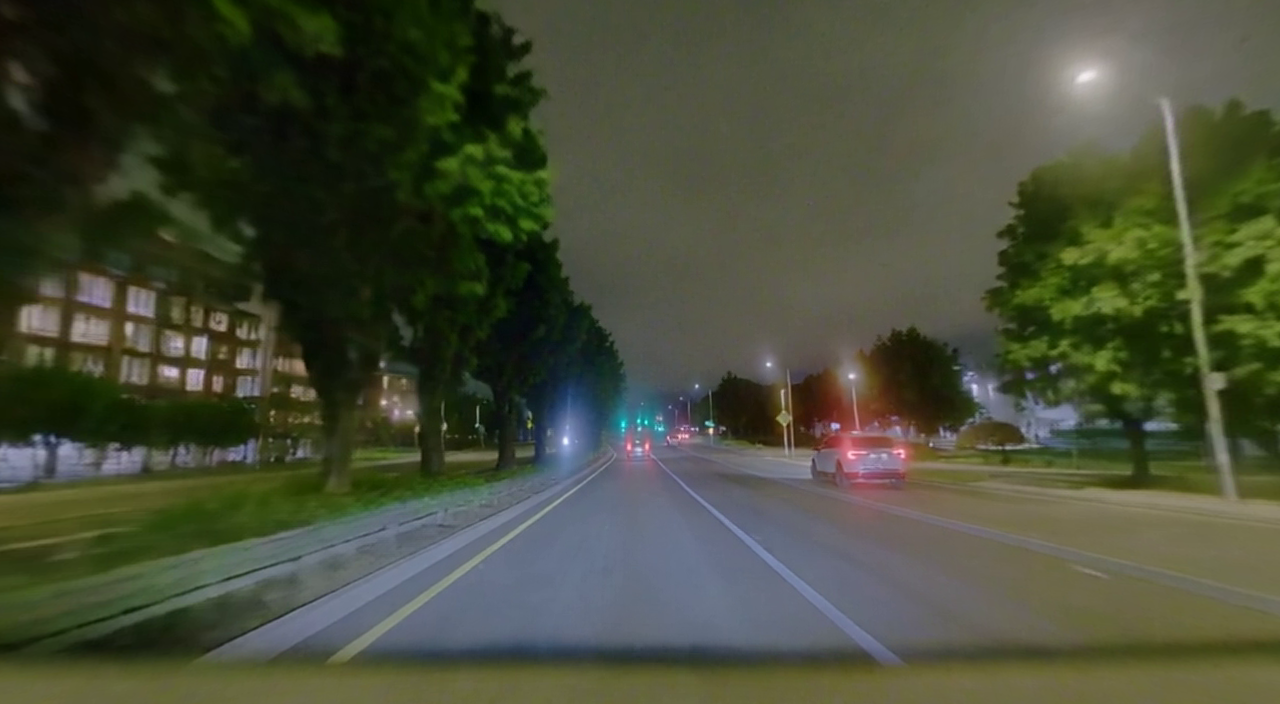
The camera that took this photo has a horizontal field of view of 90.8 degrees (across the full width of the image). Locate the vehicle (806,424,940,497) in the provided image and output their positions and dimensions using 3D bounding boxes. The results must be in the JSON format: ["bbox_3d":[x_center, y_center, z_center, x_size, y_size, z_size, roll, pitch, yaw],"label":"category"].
[{"bbox_3d":[6.501,3.087,18.285,2.026,1.804,4.565,0,-8,-1],"label":"vehicle"}]

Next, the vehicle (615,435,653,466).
[{"bbox_3d":[-0.321,6.026,38.779,2.193,1.794,4.457,0,-8,0],"label":"vehicle"}]
